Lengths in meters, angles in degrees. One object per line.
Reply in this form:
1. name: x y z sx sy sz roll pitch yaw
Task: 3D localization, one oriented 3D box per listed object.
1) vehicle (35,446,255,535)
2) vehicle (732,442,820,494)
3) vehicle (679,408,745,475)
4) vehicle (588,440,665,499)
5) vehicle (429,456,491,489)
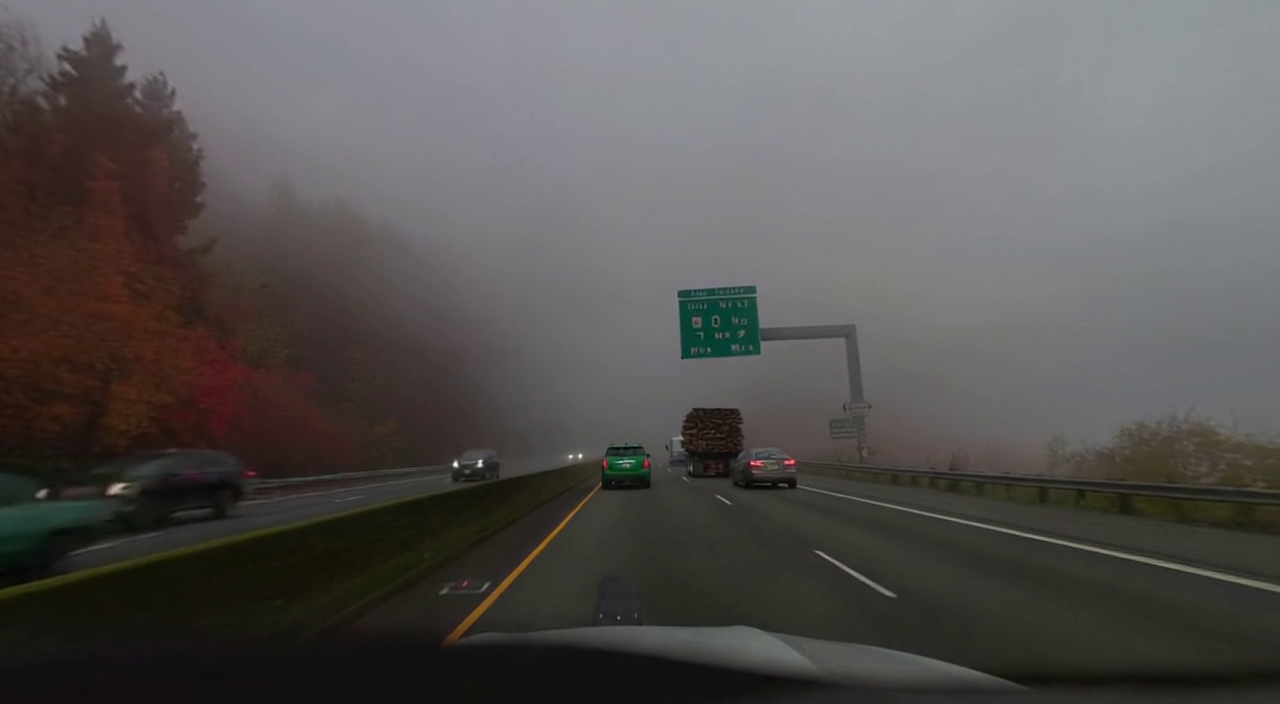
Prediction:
1. vehicle: -13.381 3.693 17.485 2.215 2.079 4.694 -1 -9 0
2. vehicle: 4.774 4.125 22.719 2.057 1.660 4.525 0 -9 -1
3. vehicle: 4.522 5.922 41.112 3.125 3.895 8.461 0 -9 -1
4. vehicle: -0.435 3.784 20.558 2.263 1.699 3.936 0 -9 -1
5. vehicle: -9.249 6.188 32.503 2.075 1.516 3.955 0 -9 0
